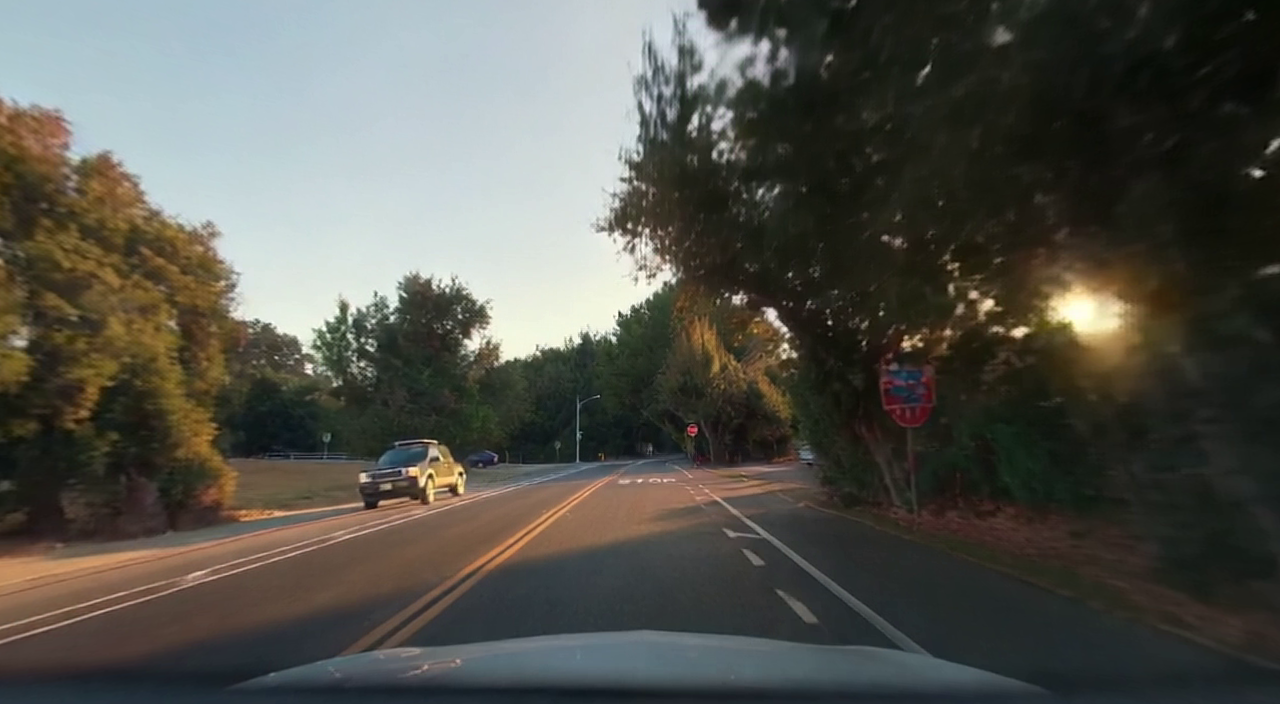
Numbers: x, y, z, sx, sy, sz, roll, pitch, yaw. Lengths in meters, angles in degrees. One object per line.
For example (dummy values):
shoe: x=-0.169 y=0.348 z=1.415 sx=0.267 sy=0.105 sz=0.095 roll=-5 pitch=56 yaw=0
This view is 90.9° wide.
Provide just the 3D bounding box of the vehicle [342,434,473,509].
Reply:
vehicle: x=-6.333 y=3.344 z=17.831 sx=1.992 sy=1.797 sz=4.372 roll=-2 pitch=-10 yaw=1
